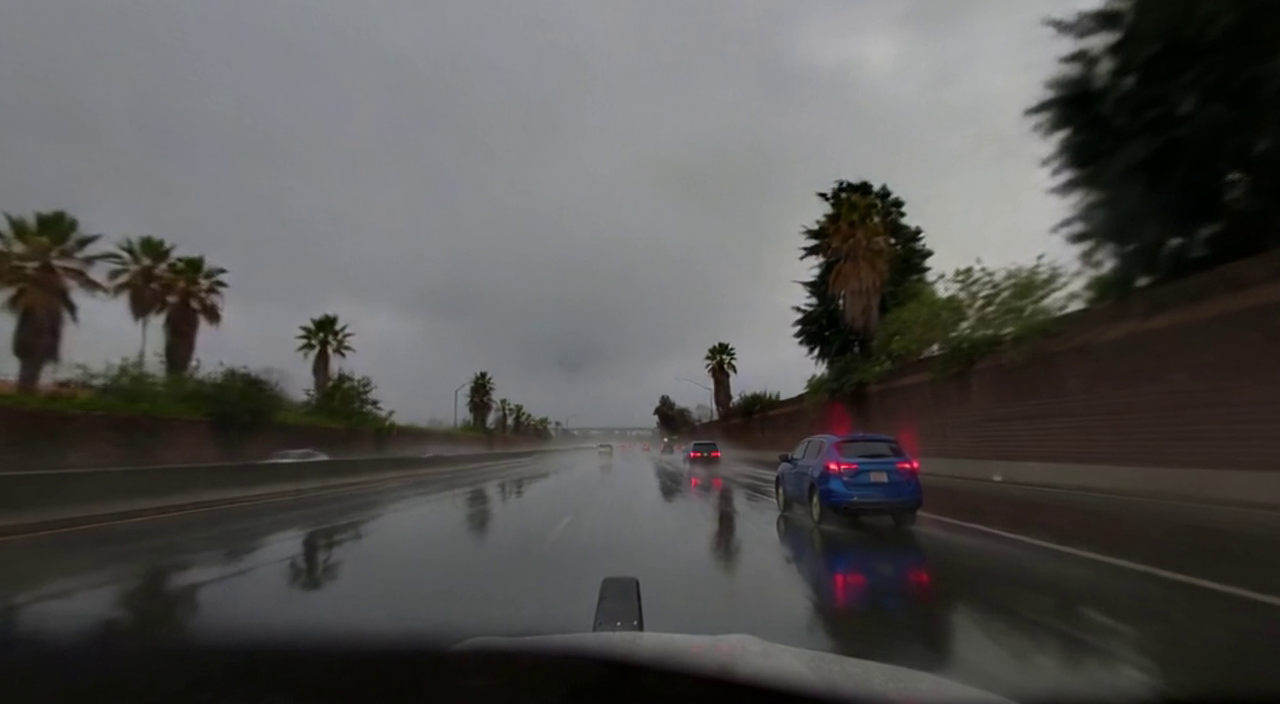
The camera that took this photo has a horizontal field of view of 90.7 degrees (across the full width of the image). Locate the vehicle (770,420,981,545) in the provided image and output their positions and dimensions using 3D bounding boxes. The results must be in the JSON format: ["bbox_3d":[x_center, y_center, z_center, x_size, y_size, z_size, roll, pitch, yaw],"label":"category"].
[{"bbox_3d":[3.663,2.109,10.828,1.910,1.696,4.187,0,-9,-1],"label":"vehicle"}]

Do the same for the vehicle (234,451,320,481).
[{"bbox_3d":[-19.529,6.127,34.308,1.852,1.496,4.638,0,-9,0],"label":"vehicle"}]

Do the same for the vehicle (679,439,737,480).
[{"bbox_3d":[2.962,4.823,28.665,2.045,1.688,4.313,0,-9,-2],"label":"vehicle"}]

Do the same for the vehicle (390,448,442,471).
[{"bbox_3d":[-15.660,7.532,44.522,1.979,1.519,4.674,0,-9,0],"label":"vehicle"}]
